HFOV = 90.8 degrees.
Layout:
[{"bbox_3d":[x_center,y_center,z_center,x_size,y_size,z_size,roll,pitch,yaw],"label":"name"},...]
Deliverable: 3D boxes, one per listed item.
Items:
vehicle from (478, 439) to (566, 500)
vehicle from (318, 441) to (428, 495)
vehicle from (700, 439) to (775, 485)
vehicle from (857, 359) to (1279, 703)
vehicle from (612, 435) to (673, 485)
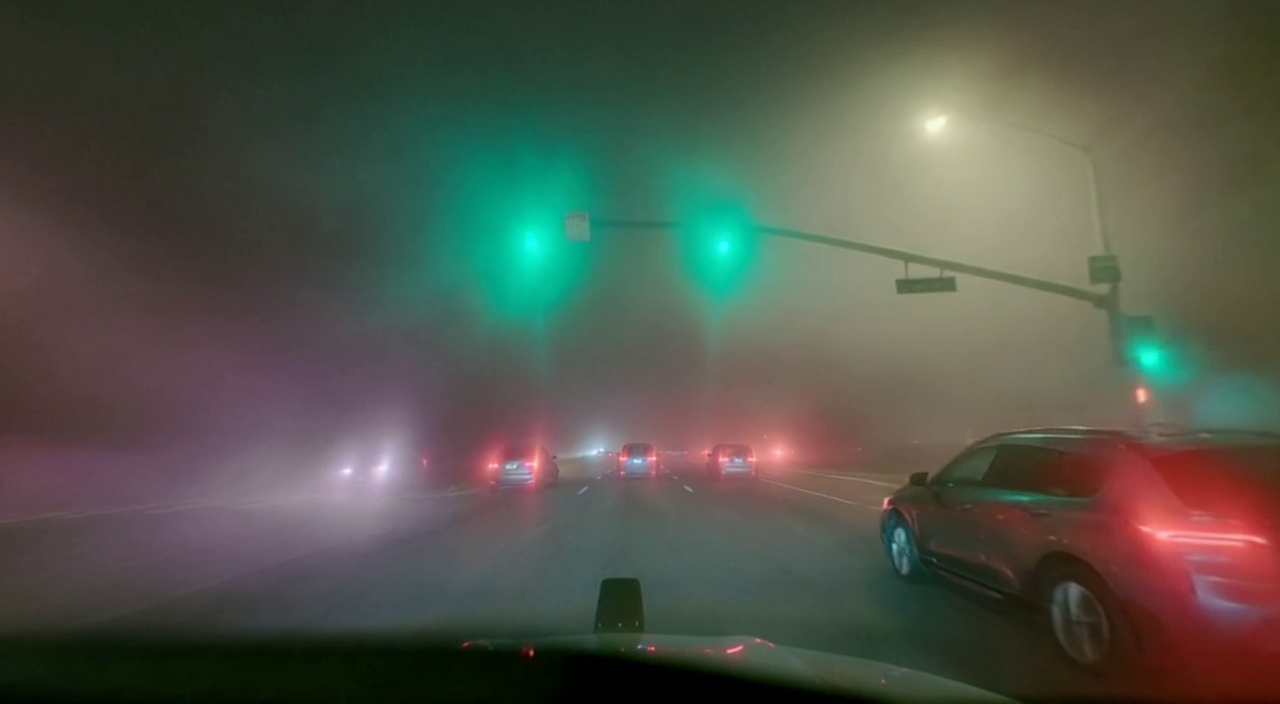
[{"bbox_3d":[-3.400,3.428,18.960,1.823,1.602,4.061,0,-8,0],"label":"vehicle"},{"bbox_3d":[-9.475,4.089,22.865,2.045,1.730,4.375,0,-8,0],"label":"vehicle"},{"bbox_3d":[3.542,4.066,23.688,2.068,1.541,4.041,0,-8,-1],"label":"vehicle"},{"bbox_3d":[3.395,1.146,4.427,2.069,1.644,4.714,0,-8,0],"label":"vehicle"},{"bbox_3d":[0.064,4.128,24.475,2.150,1.725,4.096,0,-8,0],"label":"vehicle"}]
